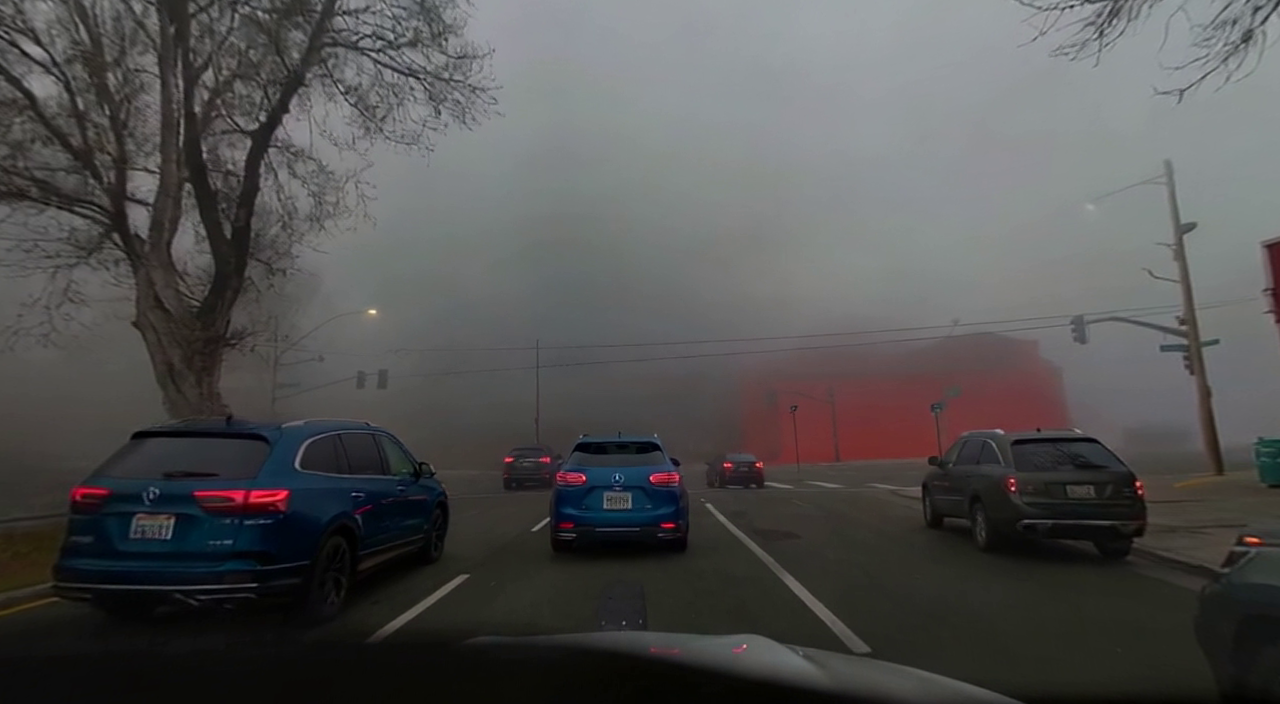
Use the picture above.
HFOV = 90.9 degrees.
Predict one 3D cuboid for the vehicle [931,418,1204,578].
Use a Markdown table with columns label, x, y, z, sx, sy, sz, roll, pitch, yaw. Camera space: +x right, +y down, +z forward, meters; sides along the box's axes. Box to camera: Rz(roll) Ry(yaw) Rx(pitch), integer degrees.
| label | x | y | z | sx | sy | sz | roll | pitch | yaw |
| --- | --- | --- | --- | --- | --- | --- | --- | --- | --- |
| vehicle | 5.850 | 1.973 | 9.441 | 2.014 | 1.740 | 4.515 | -2 | -9 | 17 |

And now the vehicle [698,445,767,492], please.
| label | x | y | z | sx | sy | sz | roll | pitch | yaw |
| --- | --- | --- | --- | --- | --- | --- | --- | --- | --- |
| vehicle | 3.301 | 4.247 | 23.327 | 1.847 | 1.554 | 3.885 | 0 | -8 | -2 |

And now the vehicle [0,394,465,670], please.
| label | x | y | z | sx | sy | sz | roll | pitch | yaw |
| --- | --- | --- | --- | --- | --- | --- | --- | --- | --- |
| vehicle | -3.467 | 1.476 | 6.331 | 2.047 | 1.741 | 4.470 | 0 | -8 | 1 |

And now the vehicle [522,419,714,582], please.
| label | x | y | z | sx | sy | sz | roll | pitch | yaw |
| --- | --- | --- | --- | --- | --- | --- | --- | --- | --- |
| vehicle | -0.174 | 1.872 | 8.774 | 2.022 | 1.700 | 4.084 | 0 | -8 | 2 |
